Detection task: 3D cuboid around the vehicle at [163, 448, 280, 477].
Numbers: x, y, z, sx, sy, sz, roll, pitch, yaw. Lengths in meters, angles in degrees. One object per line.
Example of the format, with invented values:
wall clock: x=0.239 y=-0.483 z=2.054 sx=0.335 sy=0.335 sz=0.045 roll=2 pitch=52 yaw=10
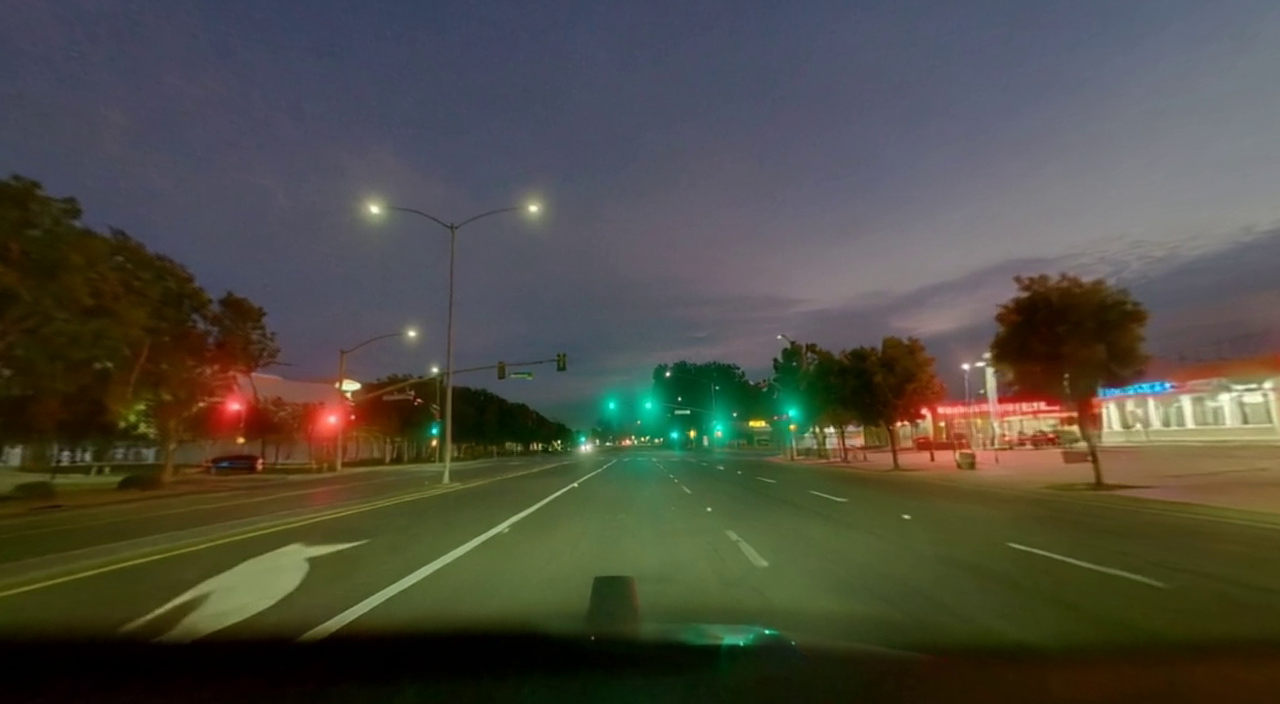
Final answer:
vehicle: x=-29.618 y=7.827 z=44.910 sx=6.525 sy=1.890 sz=2.481 roll=0 pitch=-9 yaw=-1
